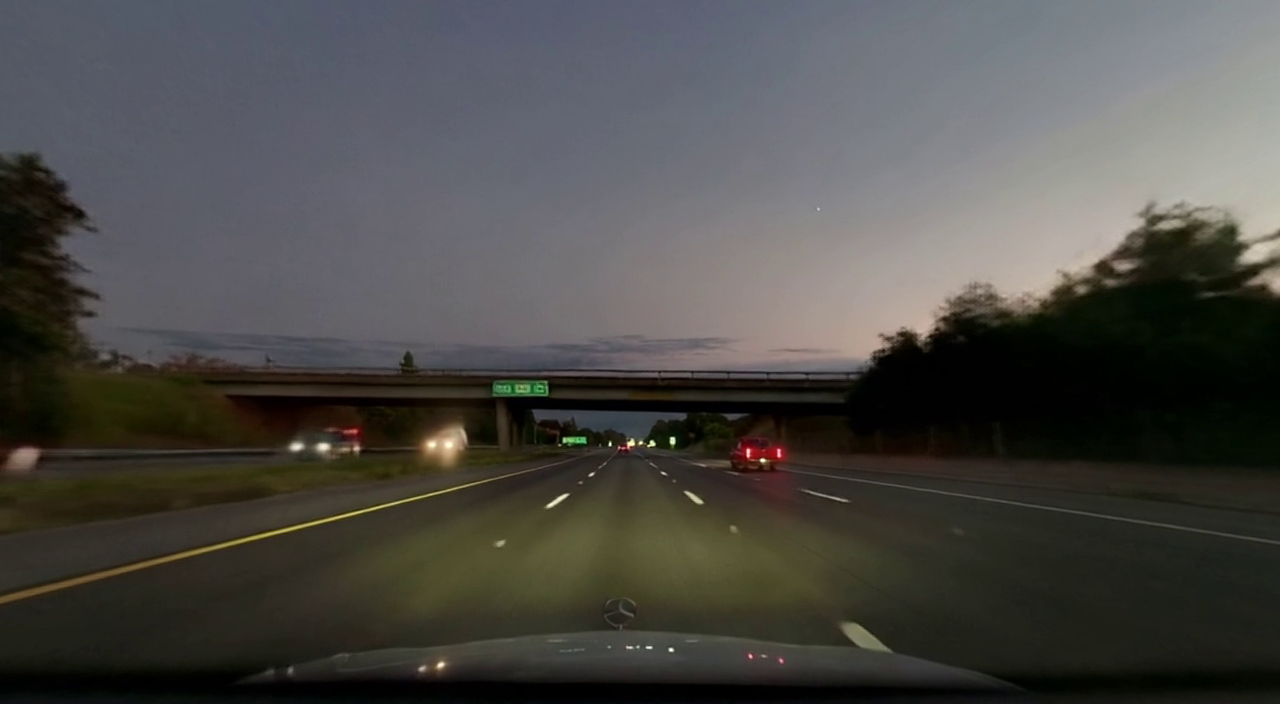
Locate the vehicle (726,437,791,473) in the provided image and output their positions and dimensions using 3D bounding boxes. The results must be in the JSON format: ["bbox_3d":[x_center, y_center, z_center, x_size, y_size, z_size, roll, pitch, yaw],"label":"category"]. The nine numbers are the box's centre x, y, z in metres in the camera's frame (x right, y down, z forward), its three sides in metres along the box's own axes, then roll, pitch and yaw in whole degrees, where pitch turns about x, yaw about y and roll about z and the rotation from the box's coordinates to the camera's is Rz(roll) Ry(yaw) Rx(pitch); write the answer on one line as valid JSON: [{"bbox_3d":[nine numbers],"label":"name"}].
[{"bbox_3d":[6.586,5.838,35.992,2.395,1.819,6.086,0,-9,-2],"label":"vehicle"}]

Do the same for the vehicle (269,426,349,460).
[{"bbox_3d":[-19.689,5.470,37.885,2.068,1.863,4.944,0,-9,0],"label":"vehicle"}]
